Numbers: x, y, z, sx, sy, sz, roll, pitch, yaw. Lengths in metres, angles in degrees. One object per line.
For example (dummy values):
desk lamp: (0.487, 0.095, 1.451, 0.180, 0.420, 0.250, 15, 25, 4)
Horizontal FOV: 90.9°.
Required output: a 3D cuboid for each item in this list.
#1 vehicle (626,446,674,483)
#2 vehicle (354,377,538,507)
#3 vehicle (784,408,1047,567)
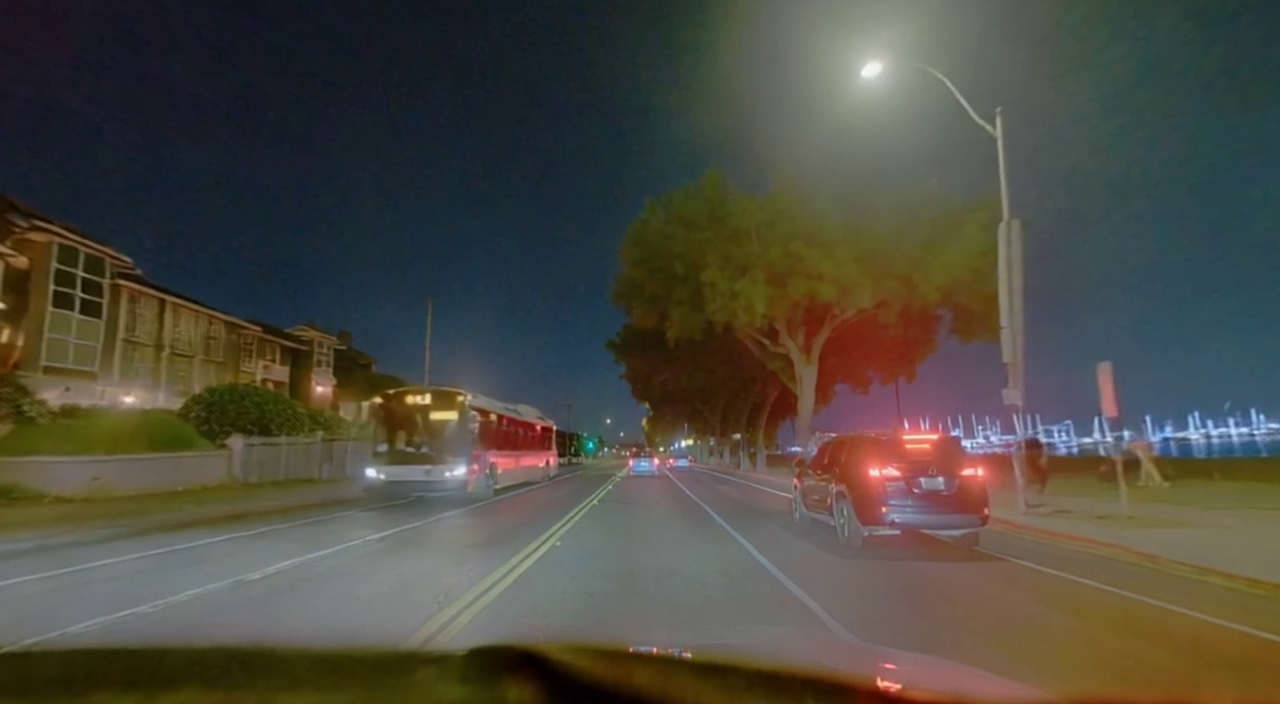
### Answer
vehicle: (0.434, 5.373, 30.384, 2.132, 1.632, 3.838, 0, -9, 0)
vehicle: (-6.092, 3.210, 22.191, 3.102, 3.524, 9.830, 0, -9, 1)
vehicle: (3.685, 1.903, 9.529, 2.000, 1.809, 4.405, 0, -9, 1)
